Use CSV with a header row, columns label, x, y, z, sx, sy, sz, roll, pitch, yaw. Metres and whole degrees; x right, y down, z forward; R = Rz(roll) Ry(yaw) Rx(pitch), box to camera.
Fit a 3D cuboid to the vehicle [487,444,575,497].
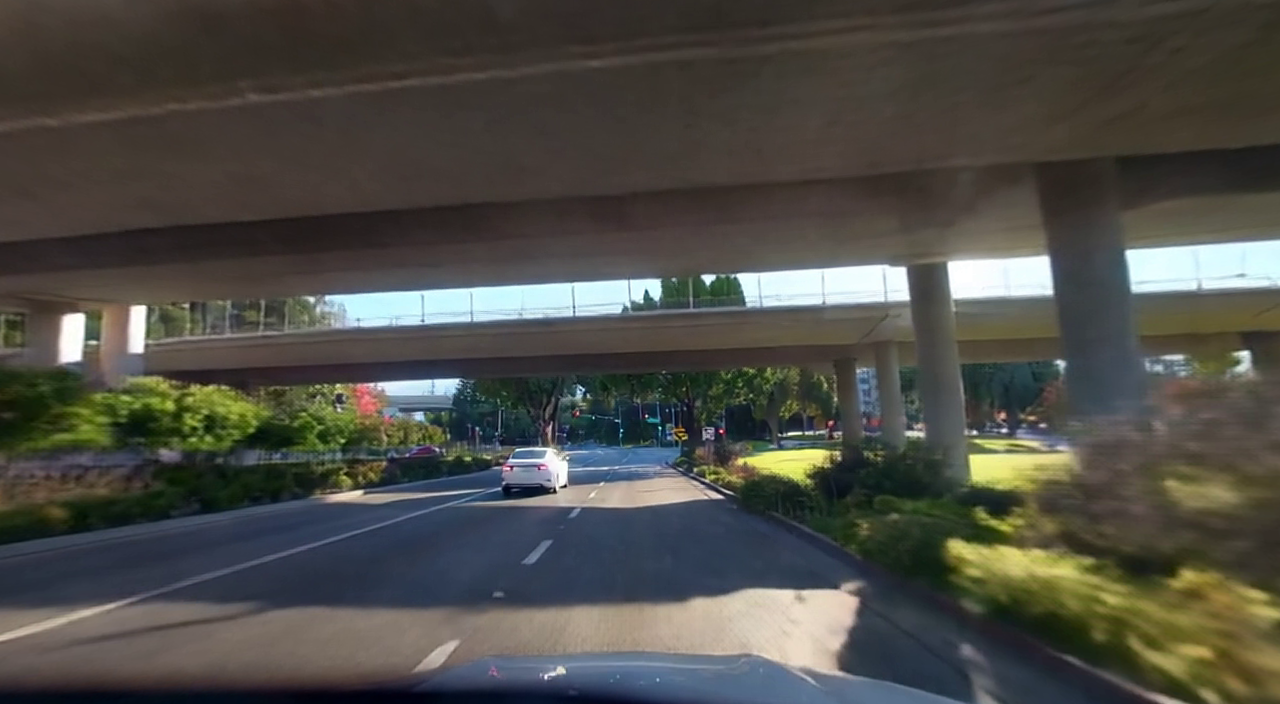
label,x,y,z,sx,sy,sz,roll,pitch,yaw
vehicle,-3.324,3.719,20.137,1.963,1.460,4.614,0,-9,0
